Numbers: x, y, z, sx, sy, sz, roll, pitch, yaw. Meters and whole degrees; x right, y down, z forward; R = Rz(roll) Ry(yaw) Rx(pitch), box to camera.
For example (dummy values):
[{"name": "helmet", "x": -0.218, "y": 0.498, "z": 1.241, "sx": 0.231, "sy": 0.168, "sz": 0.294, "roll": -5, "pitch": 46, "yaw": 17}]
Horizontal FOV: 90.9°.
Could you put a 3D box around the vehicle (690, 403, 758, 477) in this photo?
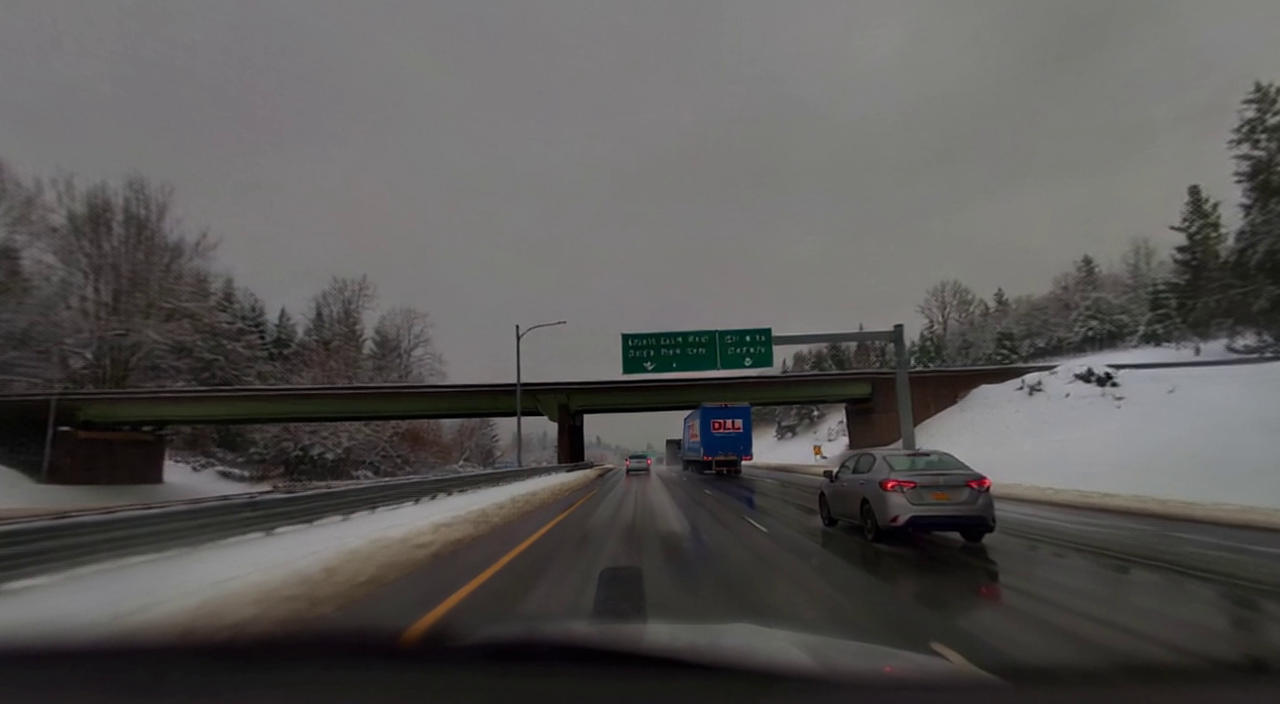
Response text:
[{"name": "vehicle", "x": 4.863, "y": 5.382, "z": 38.251, "sx": 2.838, "sy": 3.985, "sz": 8.010, "roll": 0, "pitch": -9, "yaw": -1}]

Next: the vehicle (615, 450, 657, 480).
[{"name": "vehicle", "x": -0.231, "y": 5.854, "z": 32.887, "sx": 2.055, "sy": 1.445, "sz": 3.661, "roll": 0, "pitch": -9, "yaw": 0}]

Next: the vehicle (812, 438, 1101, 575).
[{"name": "vehicle", "x": 4.009, "y": 1.998, "z": 8.958, "sx": 1.894, "sy": 1.452, "sz": 4.164, "roll": 0, "pitch": -9, "yaw": 0}]
